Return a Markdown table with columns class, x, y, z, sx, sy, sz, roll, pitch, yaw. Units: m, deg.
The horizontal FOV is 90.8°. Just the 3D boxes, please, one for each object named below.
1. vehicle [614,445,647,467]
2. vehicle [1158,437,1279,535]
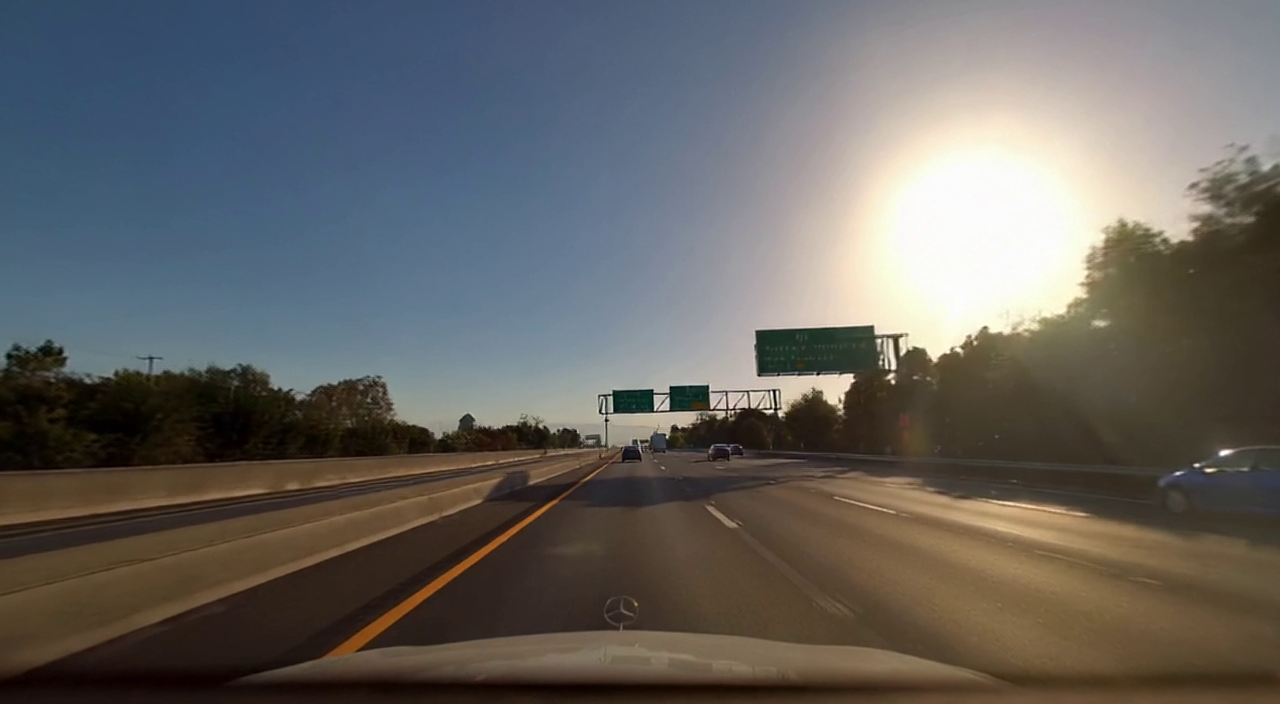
| class | x | y | z | sx | sy | sz | roll | pitch | yaw |
| --- | --- | --- | --- | --- | --- | --- | --- | --- | --- |
| vehicle | -0.579 | 6.614 | 40.368 | 2.004 | 1.259 | 3.781 | 0 | -8 | 0 |
| vehicle | 10.814 | 2.032 | 9.470 | 2.024 | 1.481 | 4.747 | 0 | -8 | -1 |
